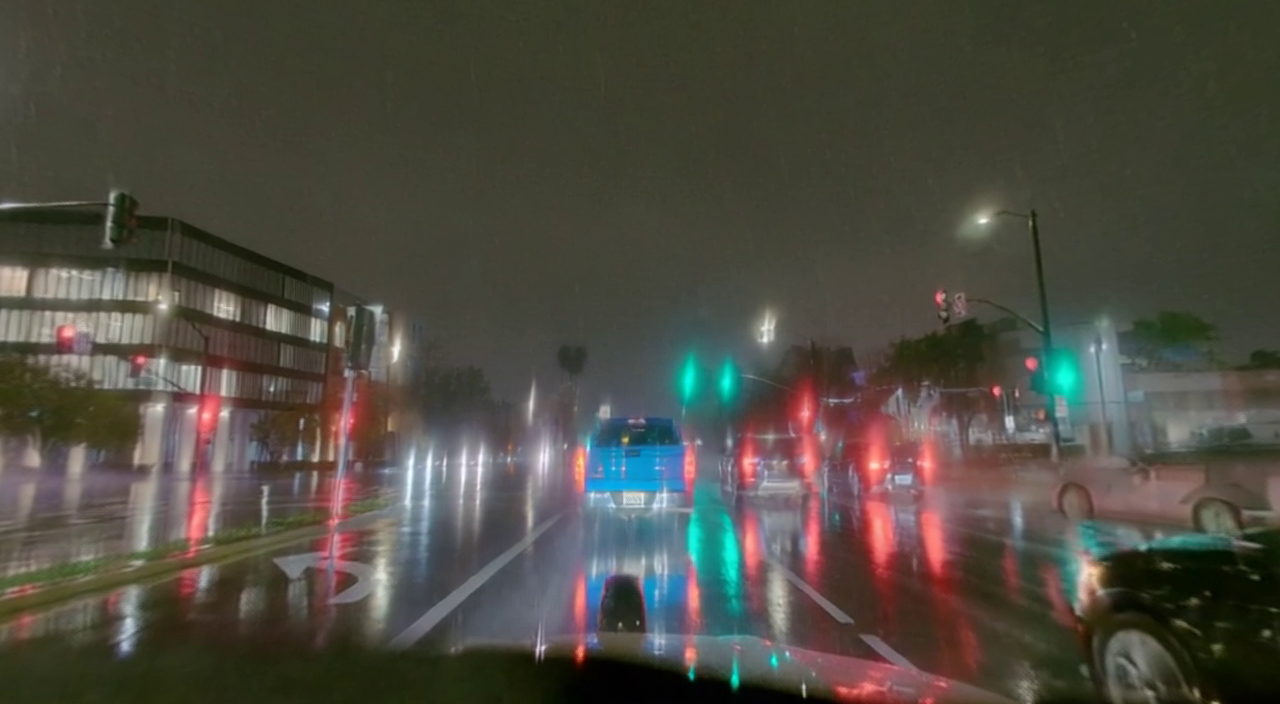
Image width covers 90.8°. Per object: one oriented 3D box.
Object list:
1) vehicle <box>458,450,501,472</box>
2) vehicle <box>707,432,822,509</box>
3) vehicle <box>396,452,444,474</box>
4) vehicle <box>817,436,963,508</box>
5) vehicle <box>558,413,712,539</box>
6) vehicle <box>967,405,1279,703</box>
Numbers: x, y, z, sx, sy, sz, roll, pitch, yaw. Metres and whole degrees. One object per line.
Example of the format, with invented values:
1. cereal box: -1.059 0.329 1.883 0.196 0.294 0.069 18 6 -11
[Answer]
1. vehicle: -11.785 8.041 46.658 1.989 1.459 4.667 0 -8 0
2. vehicle: 3.118 3.058 16.859 2.013 1.742 4.424 0 -8 -2
3. vehicle: -15.844 8.007 45.794 1.915 1.491 4.347 0 -8 0
4. vehicle: 6.459 3.126 16.948 2.002 1.651 4.305 0 -8 -2
5. vehicle: -0.157 2.221 11.979 2.344 1.883 4.572 0 -8 -2
6. vehicle: 3.239 0.887 1.970 2.057 1.463 4.365 0 -8 0
